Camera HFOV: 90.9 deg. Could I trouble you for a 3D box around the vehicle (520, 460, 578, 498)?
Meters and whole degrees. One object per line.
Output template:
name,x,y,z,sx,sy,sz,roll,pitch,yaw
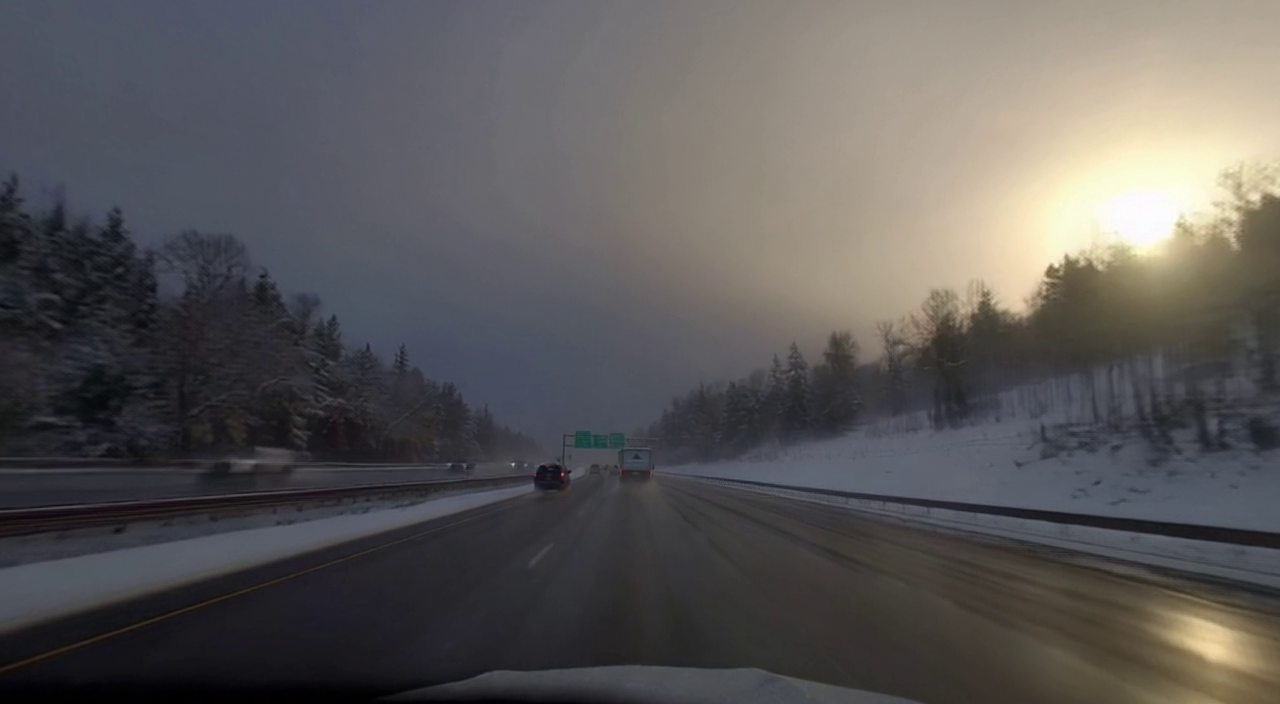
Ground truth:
vehicle,-4.137,5.857,29.244,2.100,1.605,3.883,1,-10,0

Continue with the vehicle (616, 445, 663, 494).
vehicle,-0.104,6.828,36.618,2.482,2.549,5.447,1,-11,-2

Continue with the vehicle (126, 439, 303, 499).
vehicle,-12.373,3.487,18.804,1.918,1.510,4.728,1,-11,0

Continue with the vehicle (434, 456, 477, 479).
vehicle,-13.369,8.407,45.857,1.909,1.531,4.122,1,-11,0
